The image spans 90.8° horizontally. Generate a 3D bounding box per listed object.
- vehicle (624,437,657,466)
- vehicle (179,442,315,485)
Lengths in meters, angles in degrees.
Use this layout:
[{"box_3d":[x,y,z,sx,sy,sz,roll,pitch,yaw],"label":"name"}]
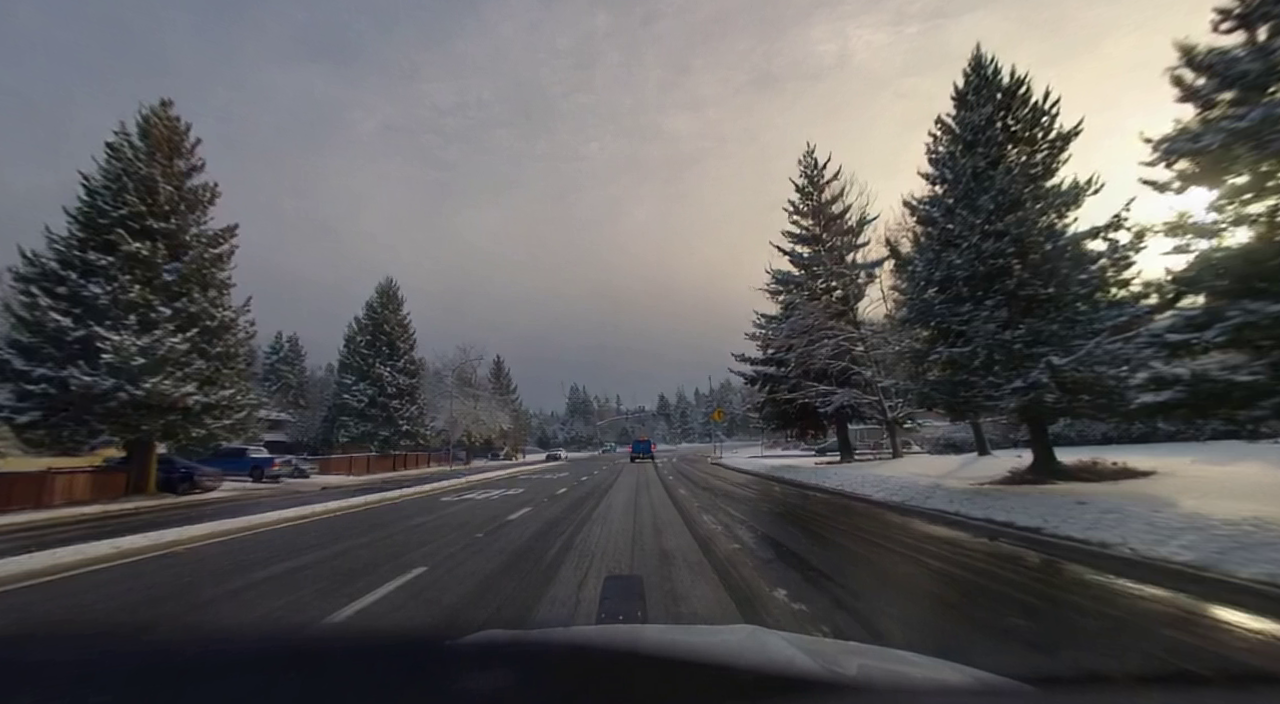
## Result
[{"box_3d":[0.110,7.125,45.415,2.153,1.942,4.767,-1,-9,2],"label":"vehicle"},{"box_3d":[-19.181,5.457,31.036,5.209,1.967,2.153,0,-8,-1],"label":"vehicle"}]
